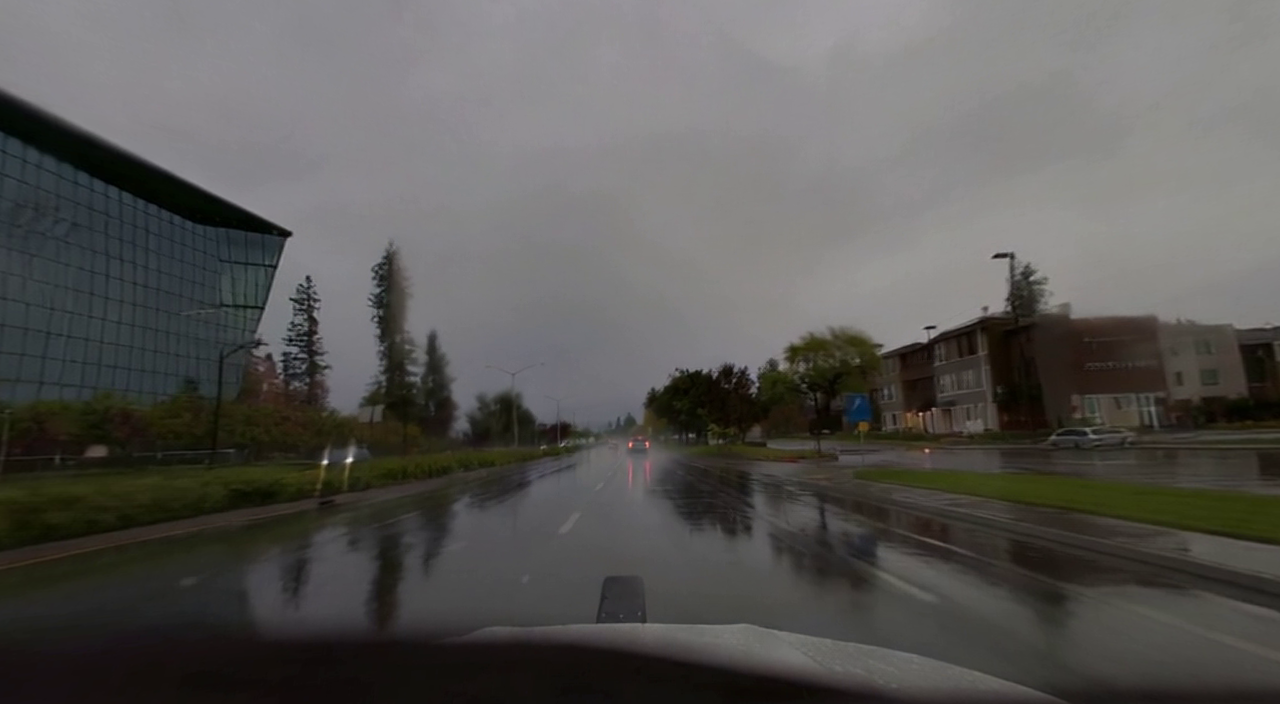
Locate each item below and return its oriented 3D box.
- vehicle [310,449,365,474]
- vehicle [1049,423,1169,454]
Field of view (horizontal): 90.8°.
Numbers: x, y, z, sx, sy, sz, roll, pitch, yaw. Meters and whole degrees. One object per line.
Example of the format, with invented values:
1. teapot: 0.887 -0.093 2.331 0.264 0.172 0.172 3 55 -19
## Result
1. vehicle: -21.127 7.640 44.315 1.835 1.606 4.289 0 -8 -1
2. vehicle: 24.394 4.535 32.985 4.758 1.522 1.930 0 -8 -3
